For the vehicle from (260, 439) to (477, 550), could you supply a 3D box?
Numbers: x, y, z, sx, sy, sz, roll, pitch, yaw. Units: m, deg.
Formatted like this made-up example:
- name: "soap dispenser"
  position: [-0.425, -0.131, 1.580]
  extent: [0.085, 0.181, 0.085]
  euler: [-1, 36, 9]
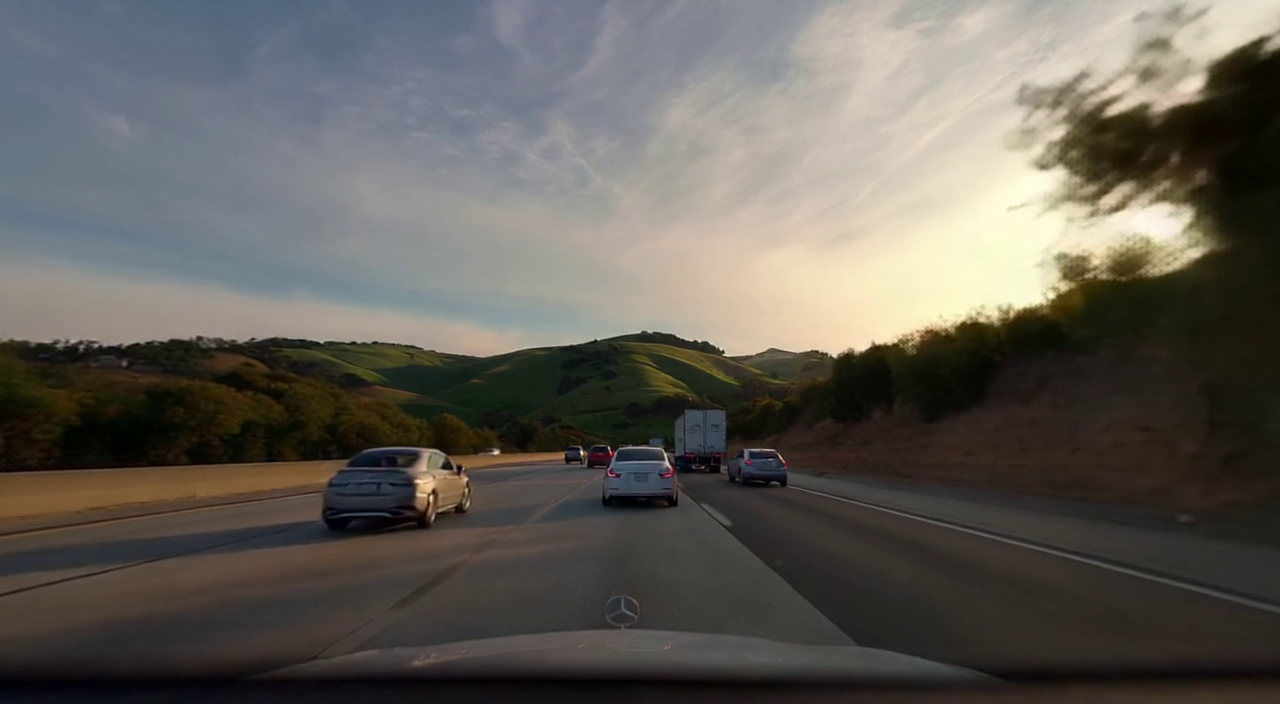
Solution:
- name: "vehicle"
  position: [-4.198, 2.253, 10.553]
  extent: [1.848, 1.486, 3.832]
  euler: [0, -9, 1]

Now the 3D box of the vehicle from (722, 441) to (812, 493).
- name: "vehicle"
  position: [4.161, 3.858, 21.481]
  extent: [2.029, 1.579, 4.484]
  euler: [0, -9, -1]

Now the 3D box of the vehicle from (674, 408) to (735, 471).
- name: "vehicle"
  position: [4.592, 6.891, 48.689]
  extent: [3.194, 4.038, 16.301]
  euler: [0, -9, 1]

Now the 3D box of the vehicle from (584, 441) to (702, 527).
- name: "vehicle"
  position: [0.064, 2.594, 12.844]
  extent: [2.041, 1.484, 3.535]
  euler: [0, -9, 0]

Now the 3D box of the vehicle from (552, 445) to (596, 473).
- name: "vehicle"
  position: [-4.077, 6.715, 39.692]
  extent: [2.211, 1.669, 4.224]
  euler: [0, -9, 1]
